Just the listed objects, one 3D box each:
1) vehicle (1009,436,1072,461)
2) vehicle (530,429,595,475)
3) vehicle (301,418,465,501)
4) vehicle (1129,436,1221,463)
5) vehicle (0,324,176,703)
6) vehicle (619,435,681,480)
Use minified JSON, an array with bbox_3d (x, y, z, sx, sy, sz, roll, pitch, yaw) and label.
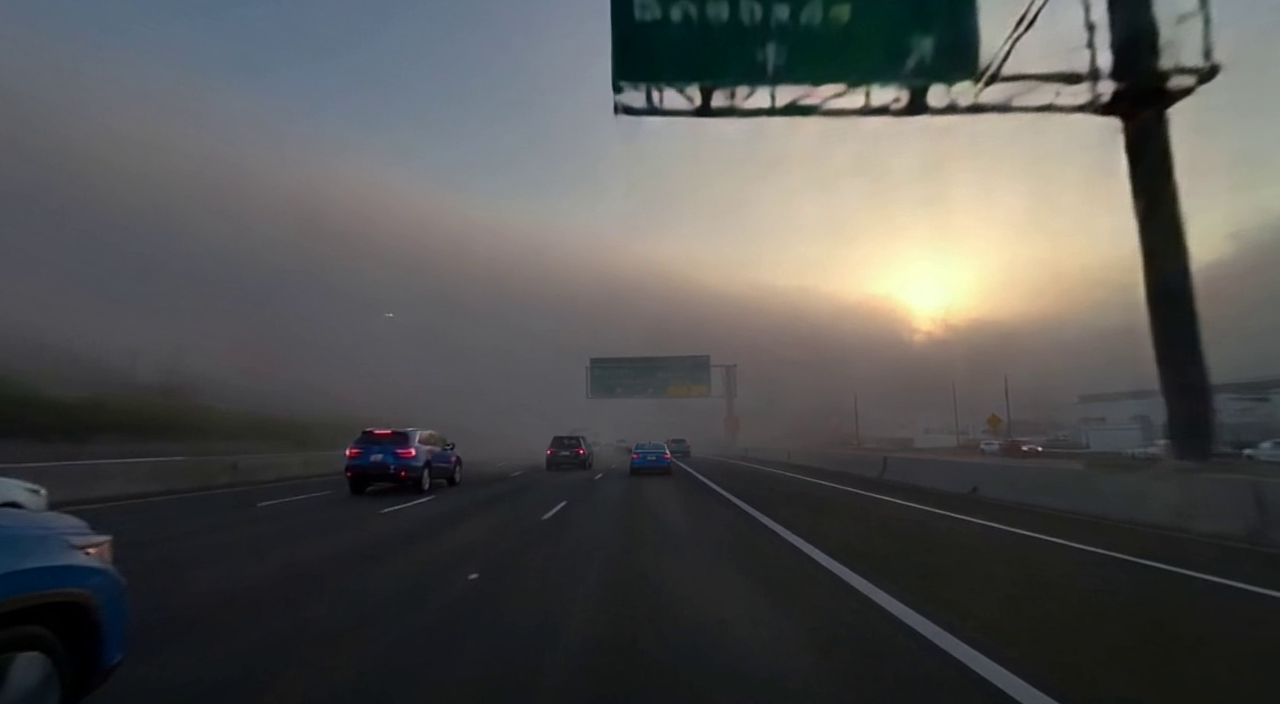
[{"bbox_3d":[30.977,7.439,48.981,1.858,1.741,4.683,-2,-7,1],"label":"vehicle"},{"bbox_3d":[-3.051,4.058,25.813,2.007,1.730,4.412,0,-8,1],"label":"vehicle"},{"bbox_3d":[-6.312,2.705,16.270,2.125,1.804,4.864,0,-8,1],"label":"vehicle"},{"bbox_3d":[30.478,5.564,36.115,1.656,1.442,4.167,0,-8,1],"label":"vehicle"},{"bbox_3d":[-3.221,0.536,0.716,1.961,1.687,4.453,0,-8,0],"label":"vehicle"},{"bbox_3d":[0.368,3.848,23.277,2.090,1.474,3.970,0,-8,1],"label":"vehicle"}]
